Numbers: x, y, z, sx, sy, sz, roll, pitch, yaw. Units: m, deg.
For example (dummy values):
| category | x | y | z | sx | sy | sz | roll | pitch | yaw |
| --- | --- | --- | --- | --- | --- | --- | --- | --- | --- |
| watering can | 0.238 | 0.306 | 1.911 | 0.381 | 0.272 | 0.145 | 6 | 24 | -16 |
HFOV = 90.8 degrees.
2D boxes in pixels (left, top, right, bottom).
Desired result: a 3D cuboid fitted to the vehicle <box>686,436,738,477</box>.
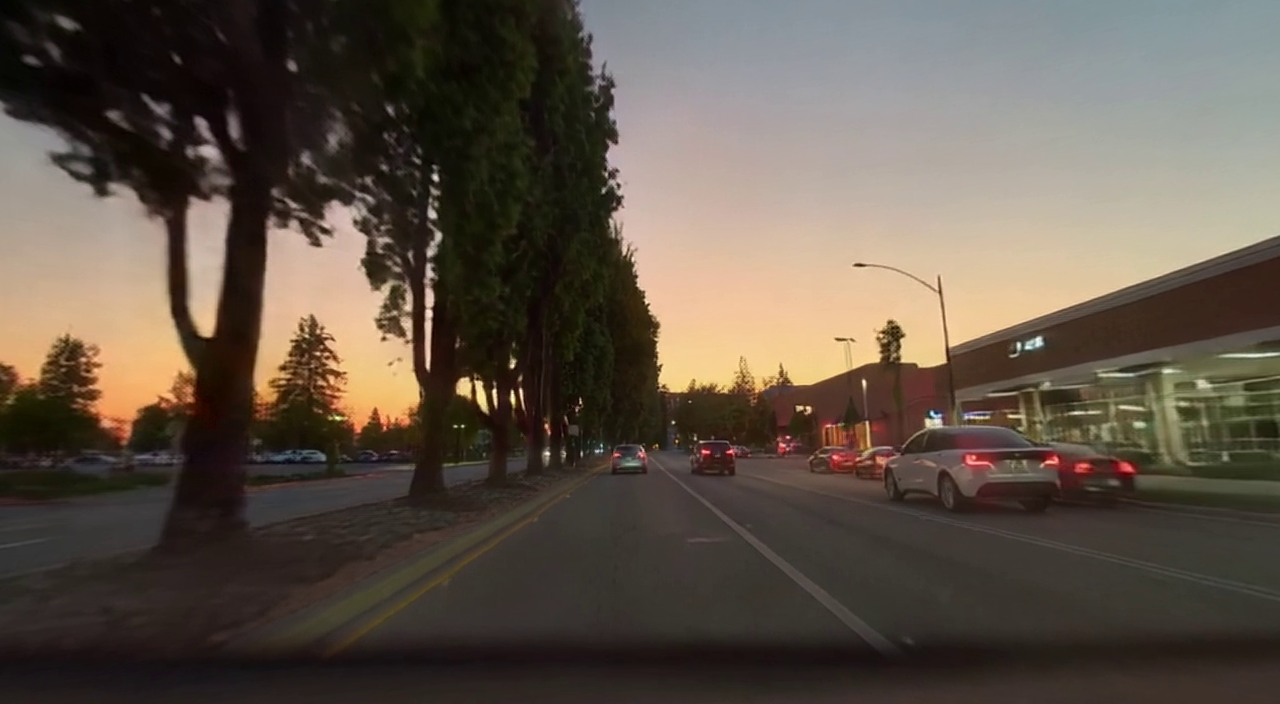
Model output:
| category | x | y | z | sx | sy | sz | roll | pitch | yaw |
| --- | --- | --- | --- | --- | --- | --- | --- | --- | --- |
| vehicle | 3.442 | 5.086 | 30.966 | 1.955 | 1.845 | 4.538 | 0 | -8 | 0 |

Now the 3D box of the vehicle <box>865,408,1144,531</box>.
| category | x | y | z | sx | sy | sz | roll | pitch | yaw |
| --- | --- | --- | --- | --- | --- | --- | --- | --- | --- |
| vehicle | 6.771 | 2.271 | 12.861 | 2.240 | 1.923 | 5.678 | 0 | -8 | 0 |

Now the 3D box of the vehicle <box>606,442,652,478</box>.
| category | x | y | z | sx | sy | sz | roll | pitch | yaw |
| --- | --- | --- | --- | --- | --- | --- | --- | --- | --- |
| vehicle | -0.484 | 5.082 | 30.021 | 2.037 | 1.568 | 3.693 | 0 | -8 | 0 |

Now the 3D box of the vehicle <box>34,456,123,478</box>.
| category | x | y | z | sx | sy | sz | roll | pitch | yaw |
| --- | --- | --- | --- | --- | --- | --- | --- | --- | --- |
| vehicle | -40.823 | 8.340 | 45.982 | 4.604 | 1.491 | 1.901 | 0 | -9 | 0 |
